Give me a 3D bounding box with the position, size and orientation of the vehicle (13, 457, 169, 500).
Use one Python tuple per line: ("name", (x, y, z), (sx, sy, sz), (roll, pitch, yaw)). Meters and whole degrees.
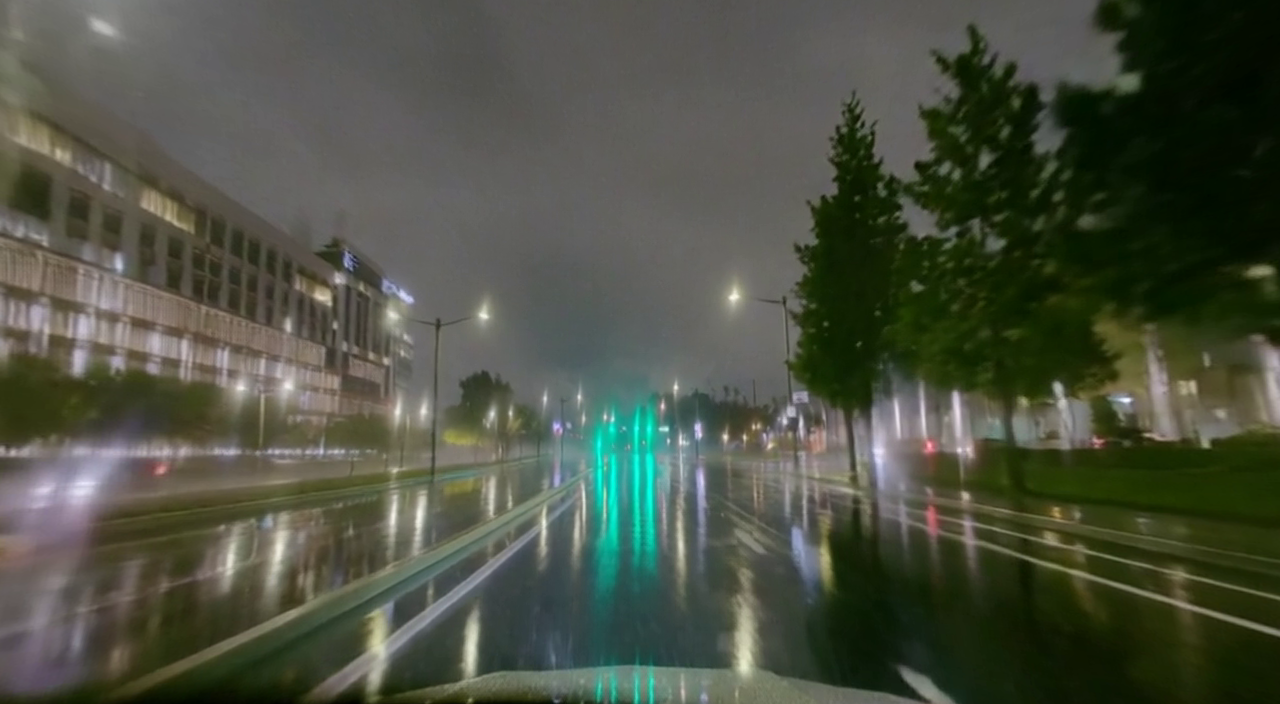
("vehicle", (-21.257, 4.875, 24.809), (1.867, 1.464, 4.748), (0, -9, 0))
